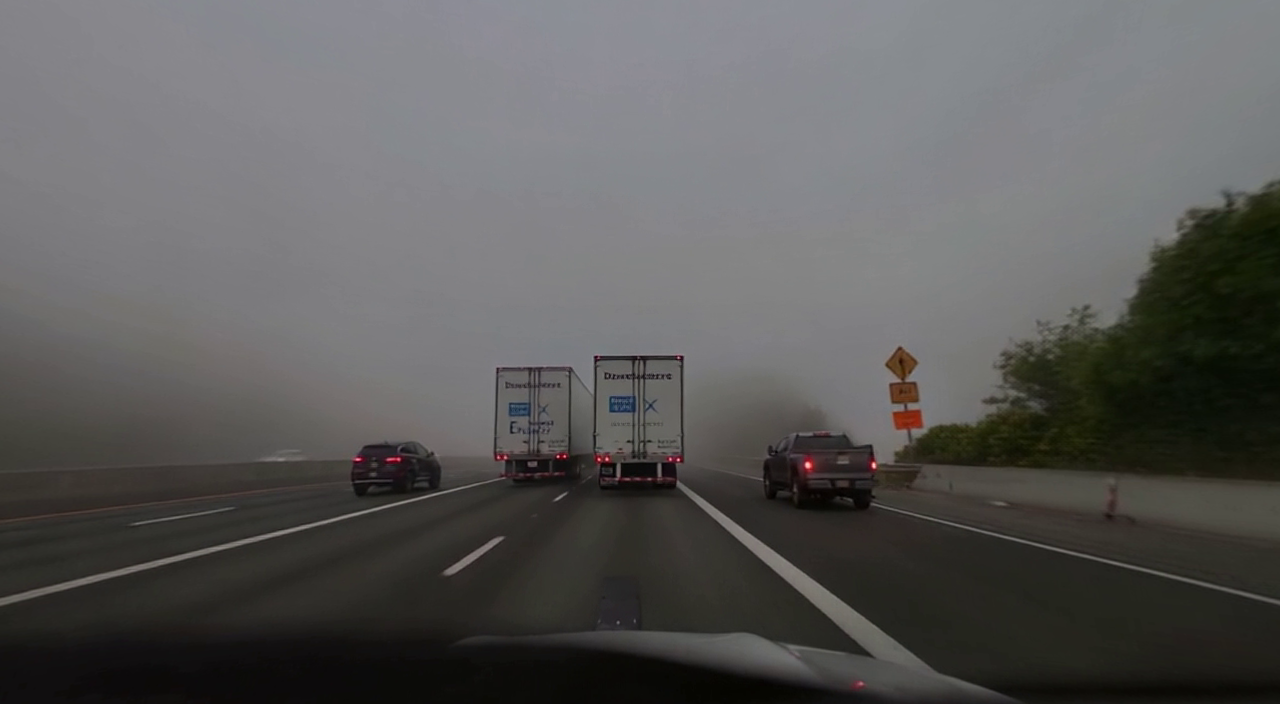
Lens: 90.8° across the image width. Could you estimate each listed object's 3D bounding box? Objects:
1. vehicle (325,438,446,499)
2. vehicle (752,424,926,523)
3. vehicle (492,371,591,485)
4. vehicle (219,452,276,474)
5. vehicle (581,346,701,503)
[{"bbox_3d":[-7.863,3.623,20.045,2.017,1.694,4.420,0,-9,-1],"label":"vehicle"},{"bbox_3d":[4.004,2.532,13.753,2.136,1.753,4.644,0,-9,-2],"label":"vehicle"},{"bbox_3d":[-3.979,3.562,28.493,2.888,4.154,10.960,0,-9,-1],"label":"vehicle"},{"bbox_3d":[-28.236,7.986,45.540,1.719,1.444,3.739,0,-9,-1],"label":"vehicle"},{"bbox_3d":[-0.035,2.473,20.392,2.910,3.828,9.805,0,-9,-1],"label":"vehicle"}]
